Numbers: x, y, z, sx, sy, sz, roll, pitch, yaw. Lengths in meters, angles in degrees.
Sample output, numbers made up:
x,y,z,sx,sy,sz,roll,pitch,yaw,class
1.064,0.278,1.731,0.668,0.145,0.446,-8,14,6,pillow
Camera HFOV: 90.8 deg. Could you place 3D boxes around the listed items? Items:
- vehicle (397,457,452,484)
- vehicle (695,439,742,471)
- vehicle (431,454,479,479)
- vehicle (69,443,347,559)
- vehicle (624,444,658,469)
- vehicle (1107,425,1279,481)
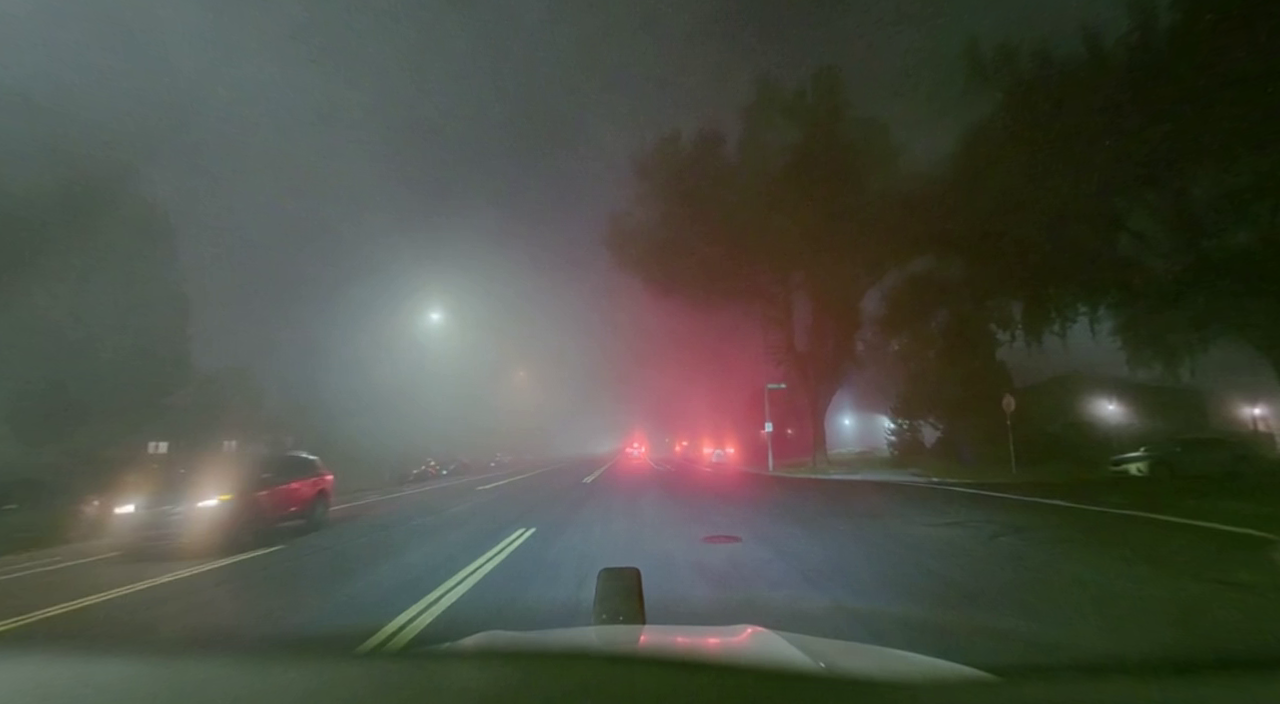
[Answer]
x,y,z,sx,sy,sz,roll,pitch,yaw,class
-13.005,7.172,38.403,1.834,1.467,4.357,0,-9,0,vehicle
4.650,6.177,38.124,2.022,1.799,5.105,0,-9,-2,vehicle
-12.879,7.983,44.295,1.880,1.523,4.833,0,-9,1,vehicle
-7.409,2.537,11.563,1.990,1.684,4.347,0,-9,0,vehicle
0.017,6.435,39.044,2.022,1.471,3.973,0,-9,-1,vehicle
18.738,3.330,20.962,4.755,1.733,2.029,0,-9,1,vehicle
